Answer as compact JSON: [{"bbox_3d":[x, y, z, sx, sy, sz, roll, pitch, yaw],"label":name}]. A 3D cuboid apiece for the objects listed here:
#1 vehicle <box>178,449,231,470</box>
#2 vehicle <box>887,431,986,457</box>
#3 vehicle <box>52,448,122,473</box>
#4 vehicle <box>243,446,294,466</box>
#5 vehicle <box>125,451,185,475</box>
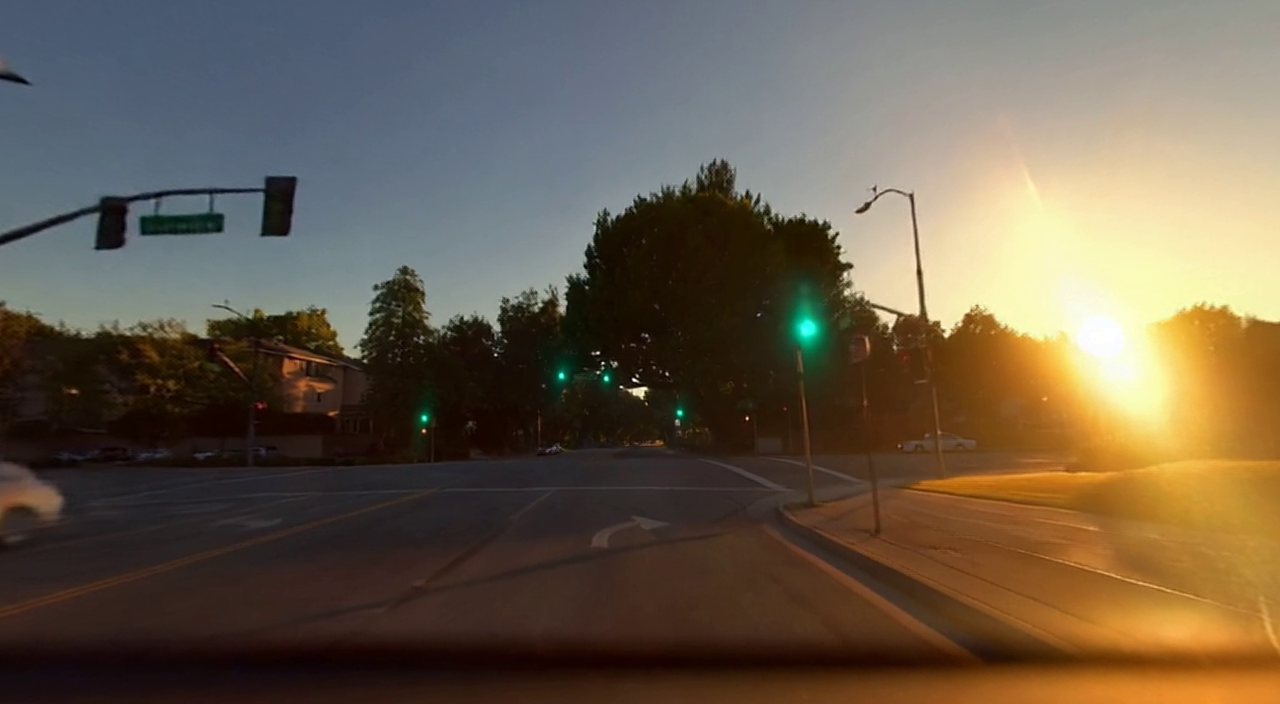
[{"bbox_3d":[-31.929,7.891,46.457,1.816,1.423,4.126,2,-9,-14],"label":"vehicle"},{"bbox_3d":[16.905,5.286,36.213,4.720,1.410,1.784,-1,-8,9],"label":"vehicle"},{"bbox_3d":[-38.812,7.601,44.461,1.959,1.590,4.105,2,-9,-15],"label":"vehicle"},{"bbox_3d":[-27.648,7.738,47.143,1.665,1.386,4.012,1,-8,-6],"label":"vehicle"},{"bbox_3d":[-34.745,7.918,45.363,2.000,1.582,4.063,3,-9,-16],"label":"vehicle"}]
